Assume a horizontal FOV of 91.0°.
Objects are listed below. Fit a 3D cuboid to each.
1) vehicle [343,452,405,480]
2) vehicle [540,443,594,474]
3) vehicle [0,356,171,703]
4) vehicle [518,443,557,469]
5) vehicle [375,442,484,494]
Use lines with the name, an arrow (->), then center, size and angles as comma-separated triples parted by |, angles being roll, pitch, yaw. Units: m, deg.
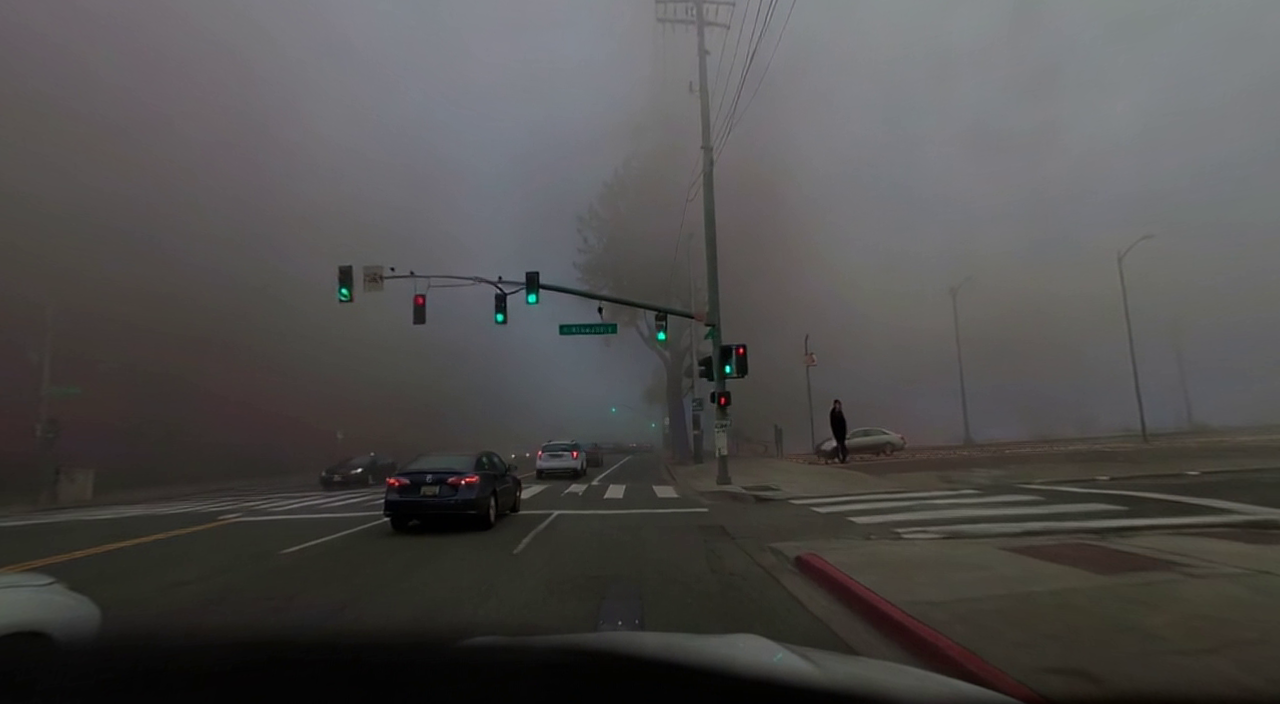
vehicle -> -16.390, 7.033, 39.052 | 2.000, 1.527, 4.786 | 0, -9, -4
vehicle -> -3.667, 5.428, 32.311 | 2.147, 1.472, 4.406 | 0, -9, 1
vehicle -> -3.413, 0.635, 0.866 | 2.042, 1.673, 4.516 | 0, -9, 0
vehicle -> -6.946, 7.095, 42.935 | 2.012, 1.664, 3.917 | 0, -9, 0
vehicle -> -6.652, 3.703, 20.503 | 1.960, 1.479, 4.654 | 0, -9, 0
